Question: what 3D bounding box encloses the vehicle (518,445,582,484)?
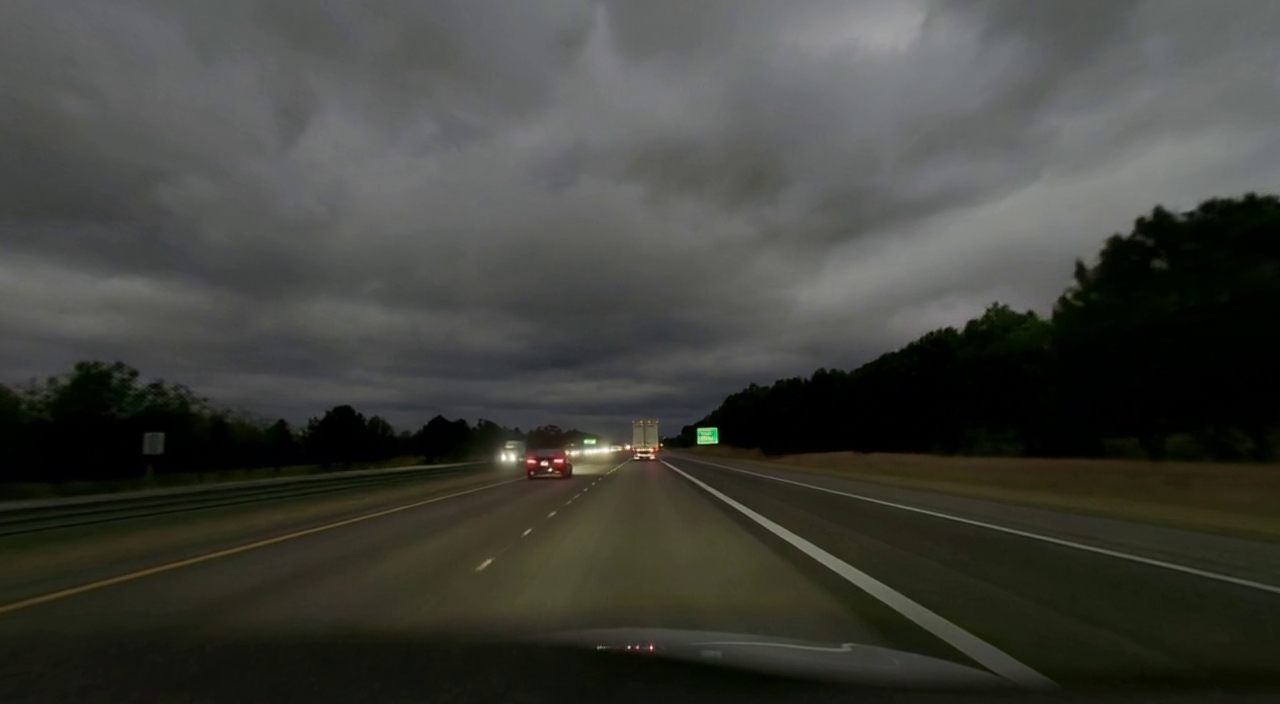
[{"bbox_3d":[-3.598,4.559,25.898,1.955,1.438,4.100,-1,-9,1],"label":"vehicle"}]
